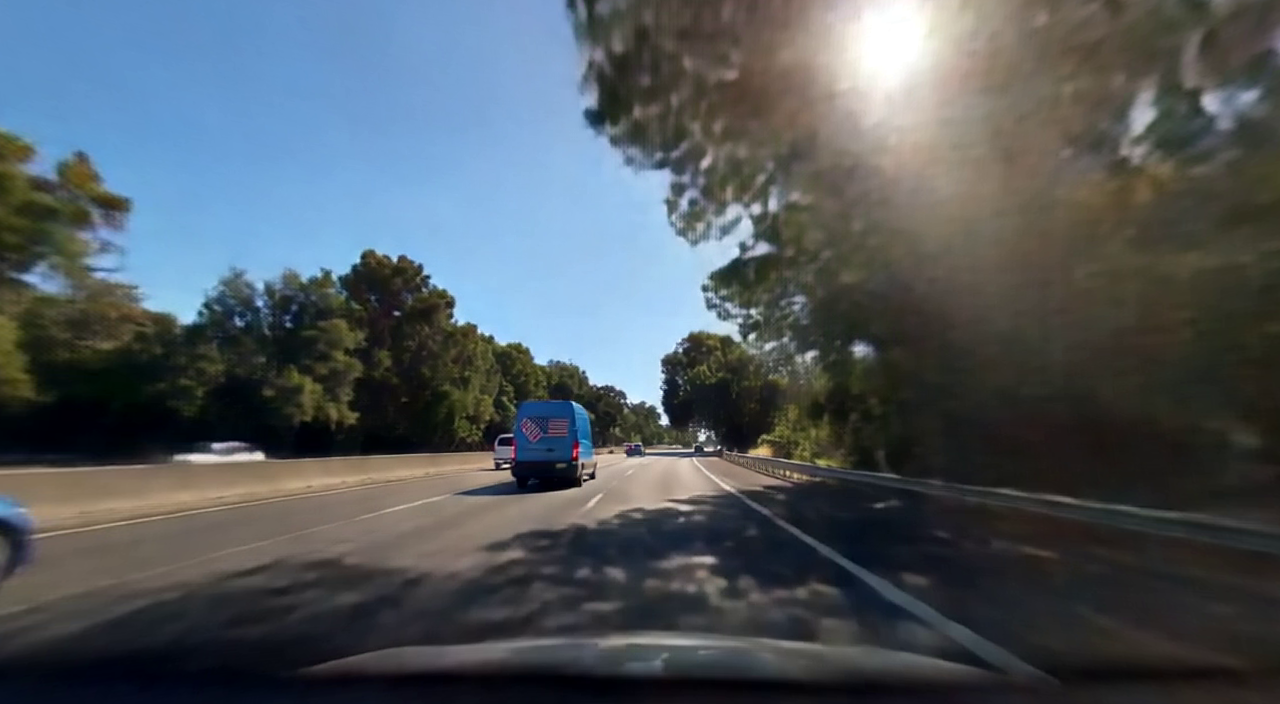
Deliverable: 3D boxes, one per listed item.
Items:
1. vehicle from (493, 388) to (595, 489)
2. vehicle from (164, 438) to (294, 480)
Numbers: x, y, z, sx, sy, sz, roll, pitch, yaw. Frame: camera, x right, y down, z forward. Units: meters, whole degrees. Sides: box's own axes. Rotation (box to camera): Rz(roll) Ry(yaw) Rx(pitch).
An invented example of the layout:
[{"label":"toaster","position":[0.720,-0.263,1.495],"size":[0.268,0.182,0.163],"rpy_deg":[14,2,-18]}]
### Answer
[{"label":"vehicle","position":[-2.952,2.889,20.991],"size":[2.319,2.883,5.632],"rpy_deg":[0,-8,2]},{"label":"vehicle","position":[-16.589,4.334,25.852],"size":[1.959,1.547,4.772],"rpy_deg":[0,-8,2]}]
